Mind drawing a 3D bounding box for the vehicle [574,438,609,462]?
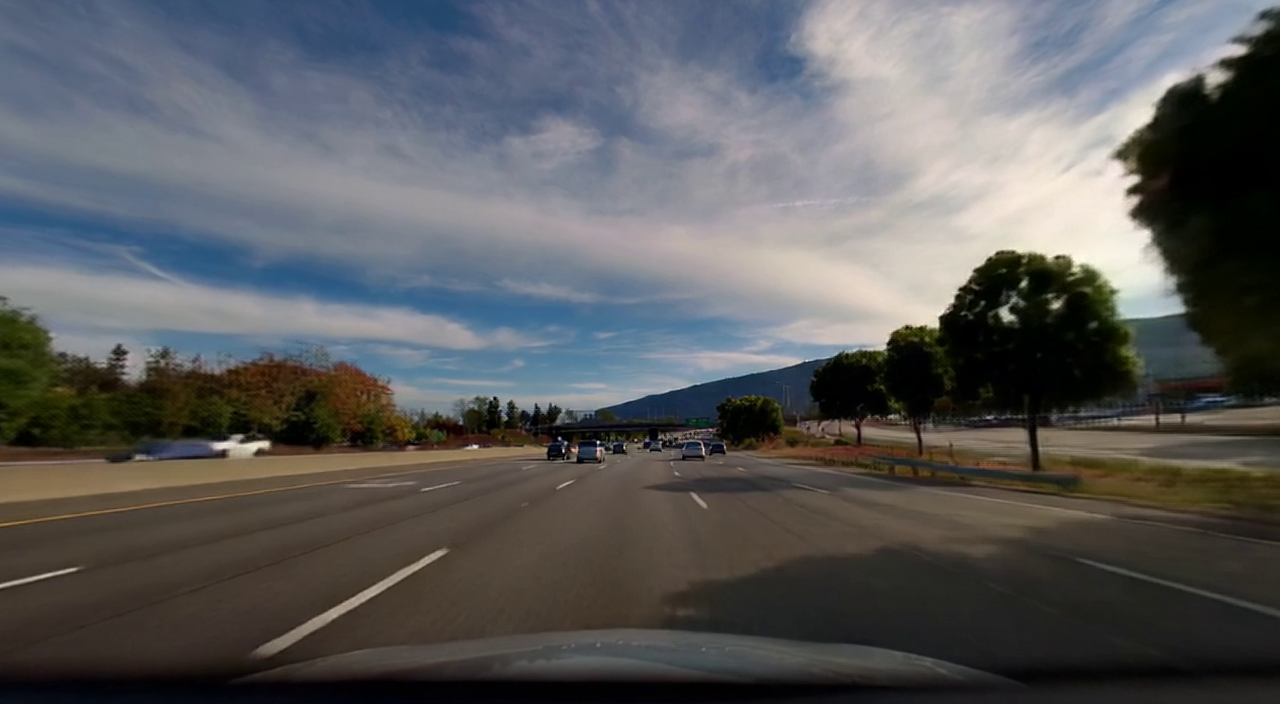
[{"bbox_3d":[-3.568,7.320,47.227,2.179,1.693,4.204,0,-9,2],"label":"vehicle"}]

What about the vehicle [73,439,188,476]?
[{"bbox_3d":[-27.294,5.667,34.110,2.025,1.831,4.851,0,-9,1],"label":"vehicle"}]

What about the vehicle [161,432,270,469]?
[{"bbox_3d":[-30.394,7.104,45.622,2.759,2.434,6.983,0,-9,2],"label":"vehicle"}]

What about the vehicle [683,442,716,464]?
[{"bbox_3d":[4.133,7.114,44.733,1.967,1.475,4.080,0,-8,1],"label":"vehicle"}]
